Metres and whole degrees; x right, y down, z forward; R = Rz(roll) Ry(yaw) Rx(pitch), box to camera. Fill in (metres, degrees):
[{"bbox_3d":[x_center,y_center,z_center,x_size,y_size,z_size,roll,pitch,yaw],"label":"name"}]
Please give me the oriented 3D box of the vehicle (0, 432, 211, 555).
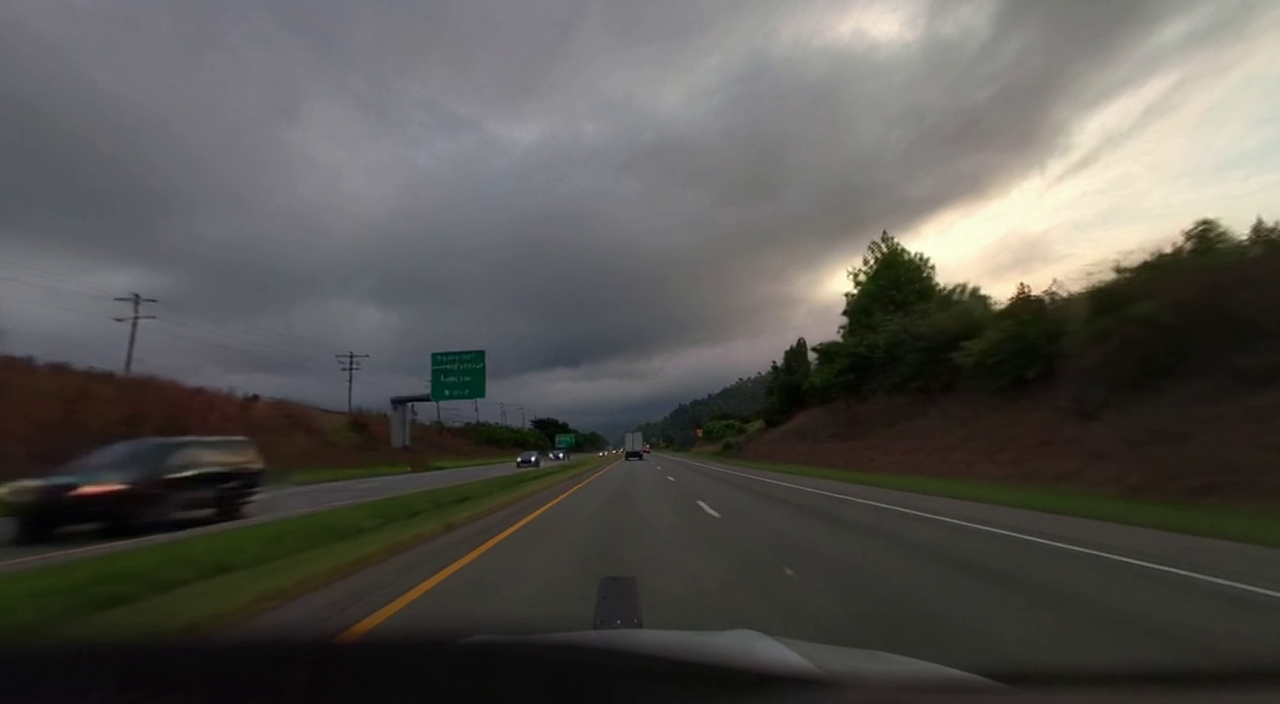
[{"bbox_3d":[-9.509,2.137,9.944,2.016,1.620,4.735,0,-9,0],"label":"vehicle"}]
